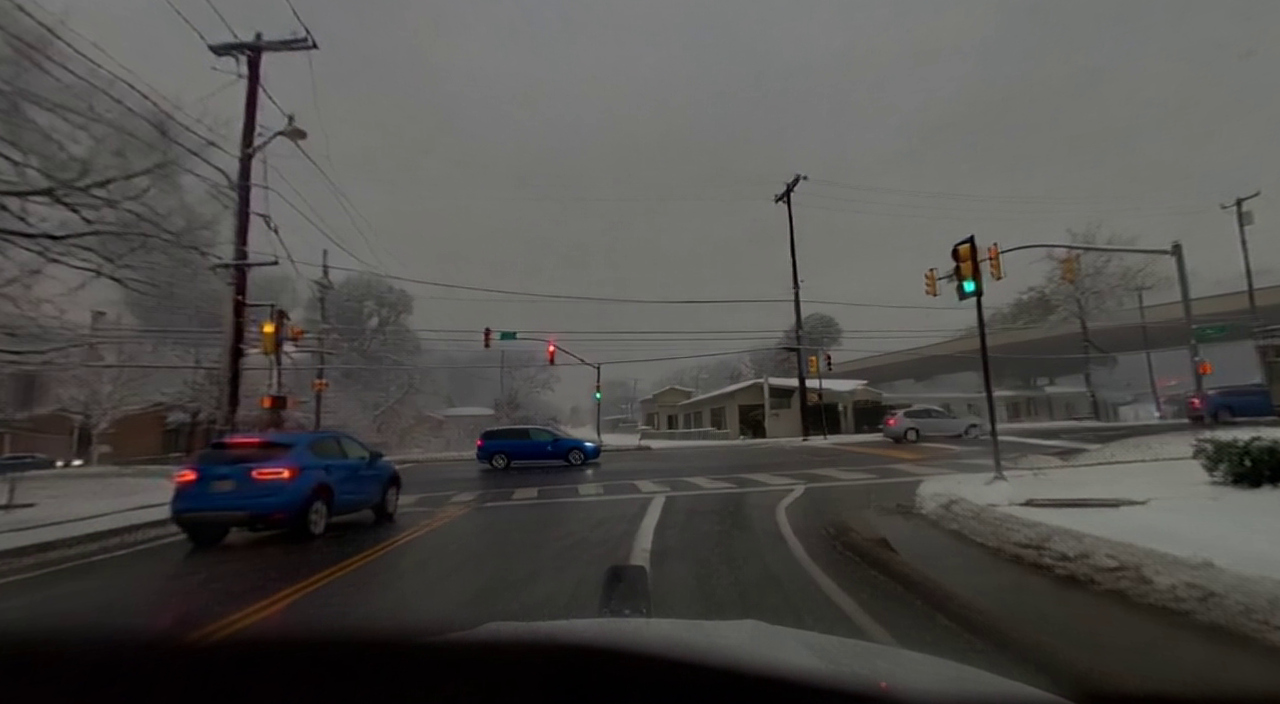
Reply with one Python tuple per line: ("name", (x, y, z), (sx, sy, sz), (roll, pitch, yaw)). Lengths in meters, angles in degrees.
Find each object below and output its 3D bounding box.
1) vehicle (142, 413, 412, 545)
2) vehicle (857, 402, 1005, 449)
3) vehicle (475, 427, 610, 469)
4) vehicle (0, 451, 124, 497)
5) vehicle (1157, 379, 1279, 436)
("vehicle", (-5.703, 2.048, 10.810), (1.928, 1.726, 4.704), (0, -9, -2))
("vehicle", (10.955, 2.825, 23.965), (4.636, 1.668, 1.935), (0, -9, -2))
("vehicle", (-3.489, 3.522, 23.384), (4.757, 1.442, 1.858), (0, -7, -3))
("vehicle", (-21.397, 4.262, 22.143), (4.610, 1.476, 2.021), (0, -9, -4))
("vehicle", (23.487, 2.184, 24.412), (4.950, 2.022, 2.221), (0, -9, -4))
